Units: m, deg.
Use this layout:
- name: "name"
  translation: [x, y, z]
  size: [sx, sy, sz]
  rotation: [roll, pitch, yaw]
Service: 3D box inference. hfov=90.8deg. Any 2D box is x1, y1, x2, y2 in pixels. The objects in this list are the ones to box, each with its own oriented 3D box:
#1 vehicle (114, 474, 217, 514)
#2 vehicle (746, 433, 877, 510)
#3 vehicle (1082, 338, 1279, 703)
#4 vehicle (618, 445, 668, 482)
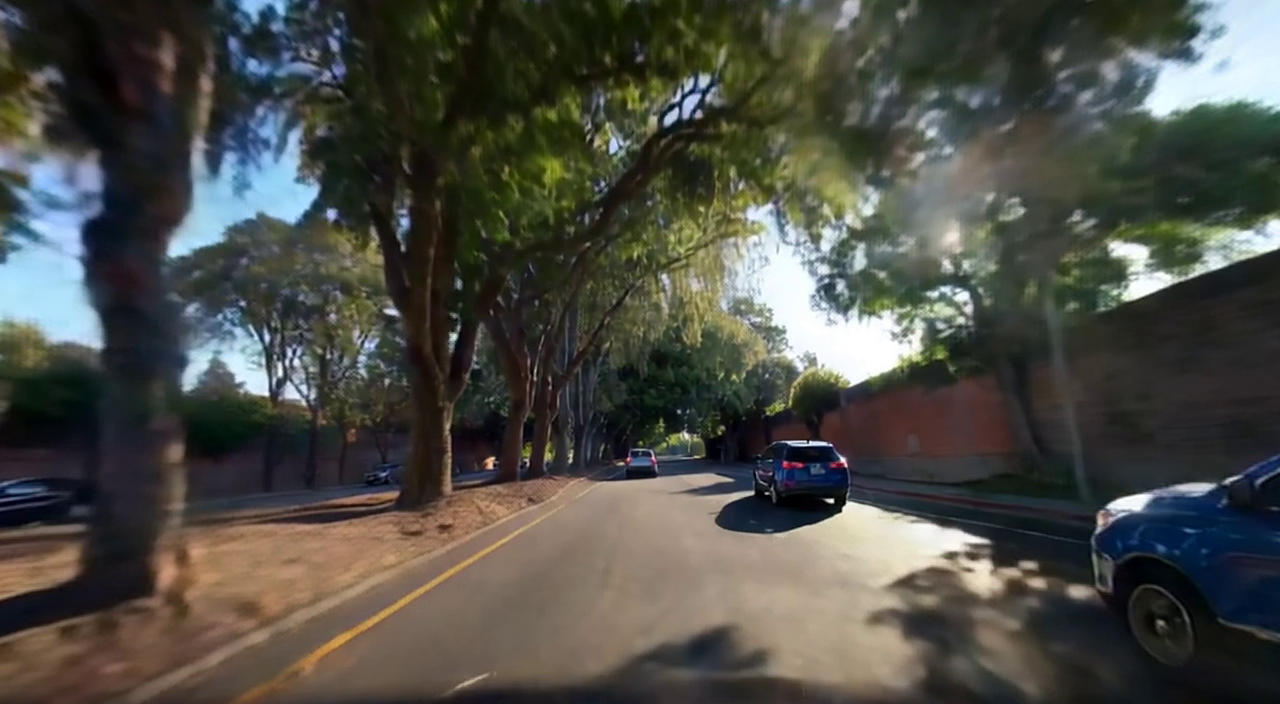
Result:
- name: "vehicle"
  translation: [-21.631, 6.452, 29.008]
  size: [1.752, 1.464, 3.975]
  rotation: [0, -8, -2]
- name: "vehicle"
  translation: [4.374, 3.109, 17.002]
  size: [2.155, 1.752, 4.456]
  rotation: [0, -8, -1]
- name: "vehicle"
  translation: [4.044, 0.606, 1.385]
  size: [2.470, 1.751, 5.015]
  rotation: [-1, -8, 0]
- name: "vehicle"
  translation: [0.149, 5.633, 32.218]
  size: [2.391, 1.739, 3.837]
  rotation: [-1, -8, 0]
